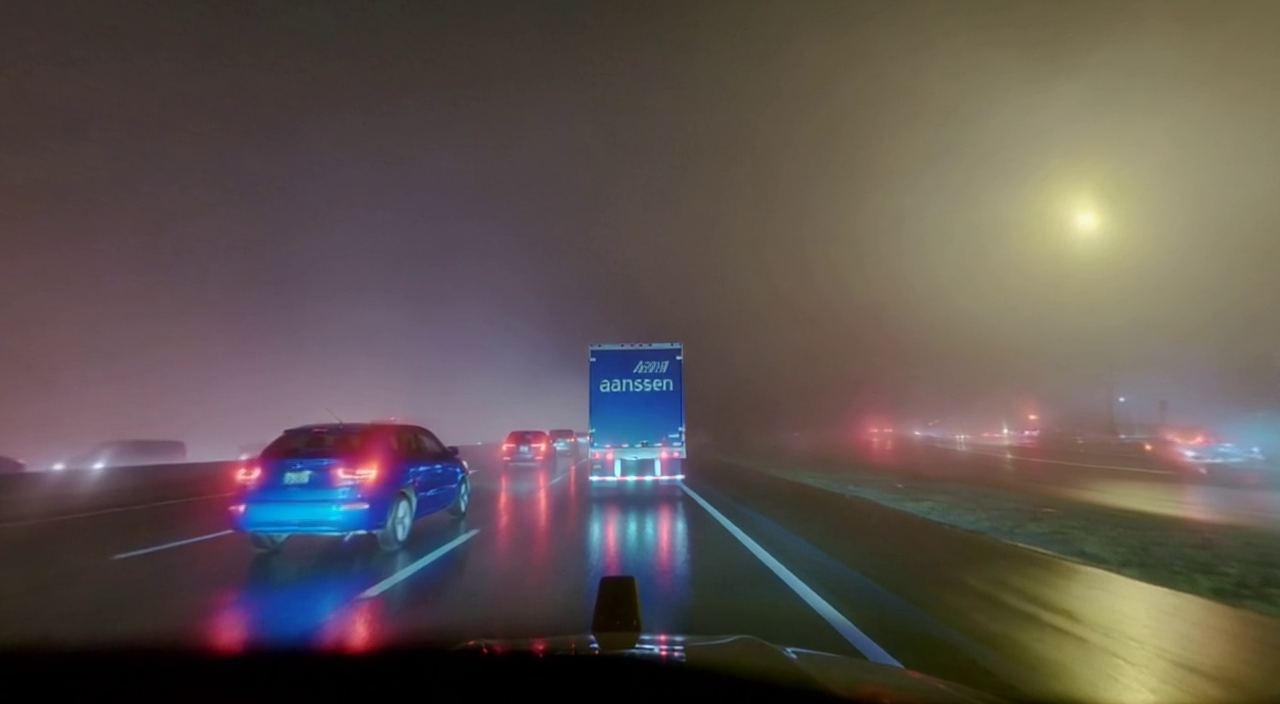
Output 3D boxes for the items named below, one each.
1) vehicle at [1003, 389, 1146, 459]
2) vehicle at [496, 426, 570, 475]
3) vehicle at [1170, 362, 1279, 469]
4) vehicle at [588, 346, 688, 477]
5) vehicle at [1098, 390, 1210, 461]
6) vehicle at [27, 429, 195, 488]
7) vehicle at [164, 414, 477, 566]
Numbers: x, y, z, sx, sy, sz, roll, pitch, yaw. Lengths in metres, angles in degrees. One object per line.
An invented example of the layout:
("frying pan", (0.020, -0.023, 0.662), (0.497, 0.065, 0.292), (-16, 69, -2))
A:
("vehicle", (18.937, 3.240, 27.839), (2.432, 2.753, 5.388), (0, -8, 1))
("vehicle", (-3.760, 3.532, 22.785), (1.946, 1.599, 4.073), (0, -8, 0))
("vehicle", (19.380, 1.871, 18.443), (2.443, 3.006, 5.844), (0, -8, 1))
("vehicle", (-0.135, 2.623, 25.694), (3.171, 4.204, 11.036), (0, -8, -1))
("vehicle", (19.556, 2.830, 24.084), (1.658, 2.523, 2.851), (0, -8, -2))
("vehicle", (-19.445, 3.958, 23.494), (2.071, 1.937, 4.709), (0, -9, 1))
("vehicle", (-3.777, 1.682, 8.538), (1.964, 1.507, 4.361), (0, -8, 0))
